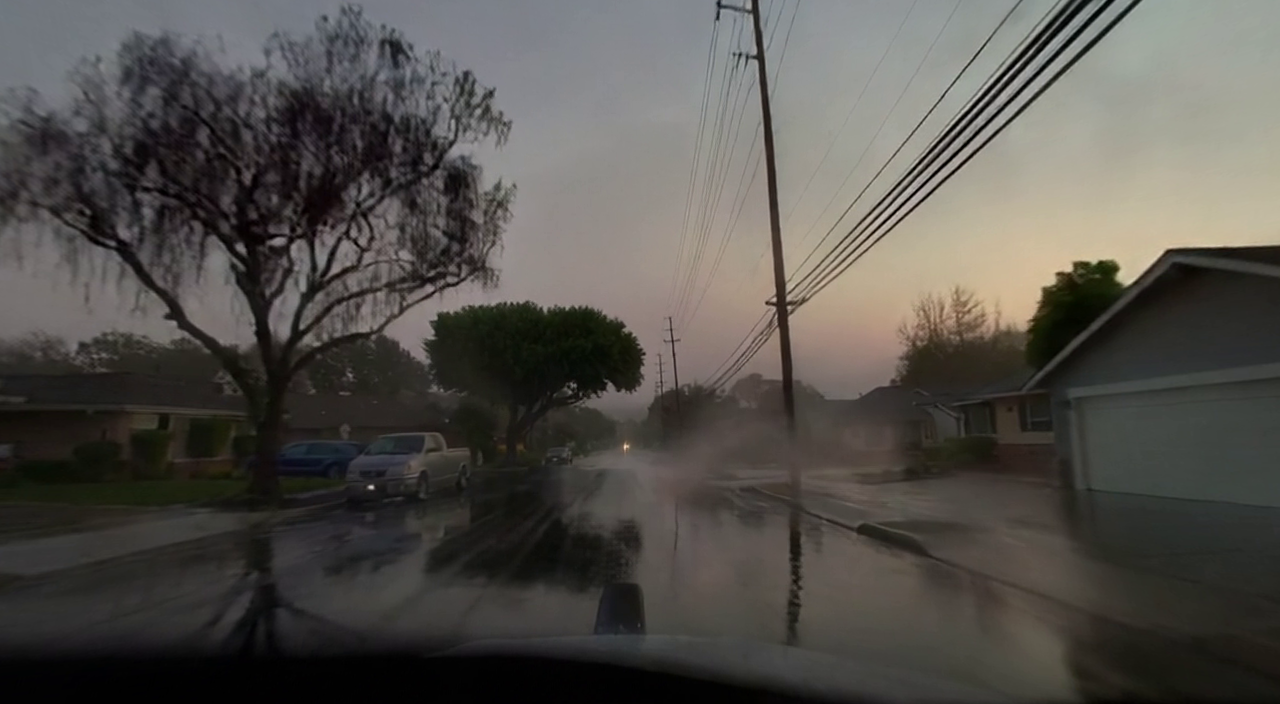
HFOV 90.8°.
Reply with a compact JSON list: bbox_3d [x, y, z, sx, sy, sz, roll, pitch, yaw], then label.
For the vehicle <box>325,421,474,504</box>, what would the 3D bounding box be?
[{"bbox_3d":[-7.361,3.521,20.323,2.739,2.164,6.065,-1,-10,-4],"label":"vehicle"}]
